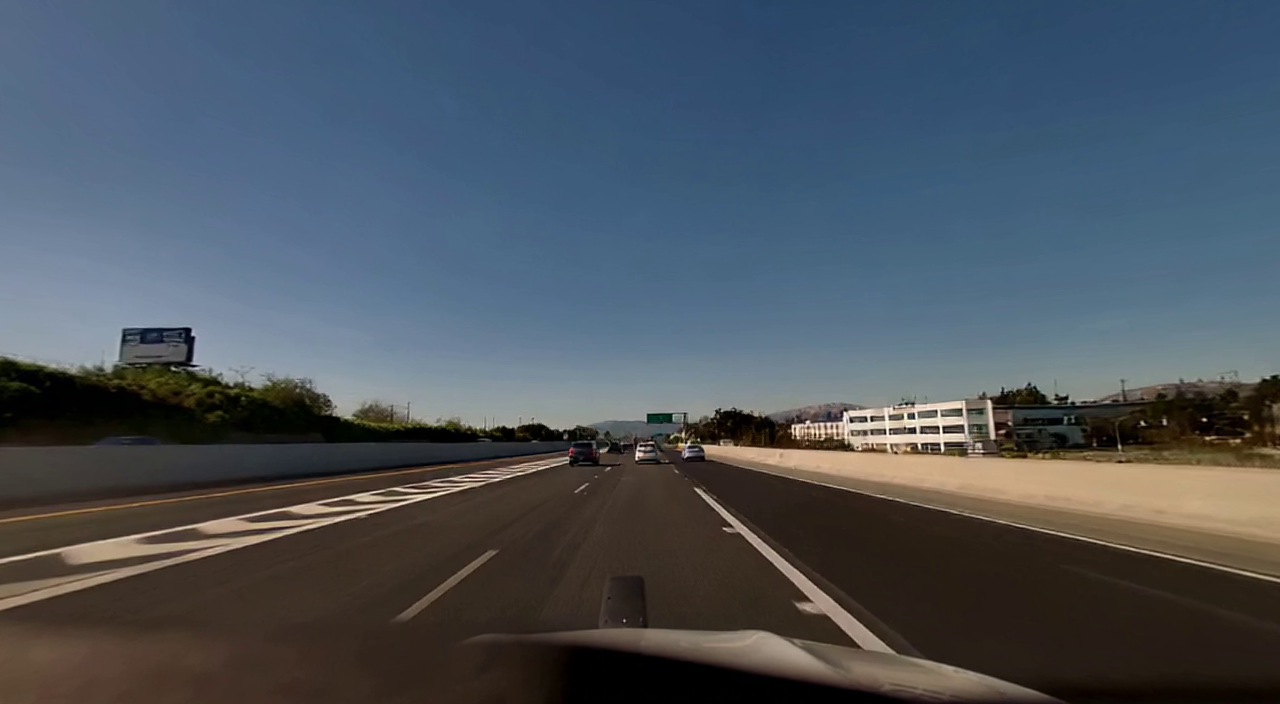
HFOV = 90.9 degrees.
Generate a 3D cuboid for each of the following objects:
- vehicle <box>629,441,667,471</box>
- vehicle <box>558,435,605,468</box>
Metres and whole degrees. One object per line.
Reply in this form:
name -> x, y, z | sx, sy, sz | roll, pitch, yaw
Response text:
vehicle -> 0.409, 5.726, 34.994 | 2.000, 1.558, 3.945 | 0, -8, 0
vehicle -> -3.704, 6.457, 41.116 | 2.403, 1.946, 5.623 | 0, -8, 1
